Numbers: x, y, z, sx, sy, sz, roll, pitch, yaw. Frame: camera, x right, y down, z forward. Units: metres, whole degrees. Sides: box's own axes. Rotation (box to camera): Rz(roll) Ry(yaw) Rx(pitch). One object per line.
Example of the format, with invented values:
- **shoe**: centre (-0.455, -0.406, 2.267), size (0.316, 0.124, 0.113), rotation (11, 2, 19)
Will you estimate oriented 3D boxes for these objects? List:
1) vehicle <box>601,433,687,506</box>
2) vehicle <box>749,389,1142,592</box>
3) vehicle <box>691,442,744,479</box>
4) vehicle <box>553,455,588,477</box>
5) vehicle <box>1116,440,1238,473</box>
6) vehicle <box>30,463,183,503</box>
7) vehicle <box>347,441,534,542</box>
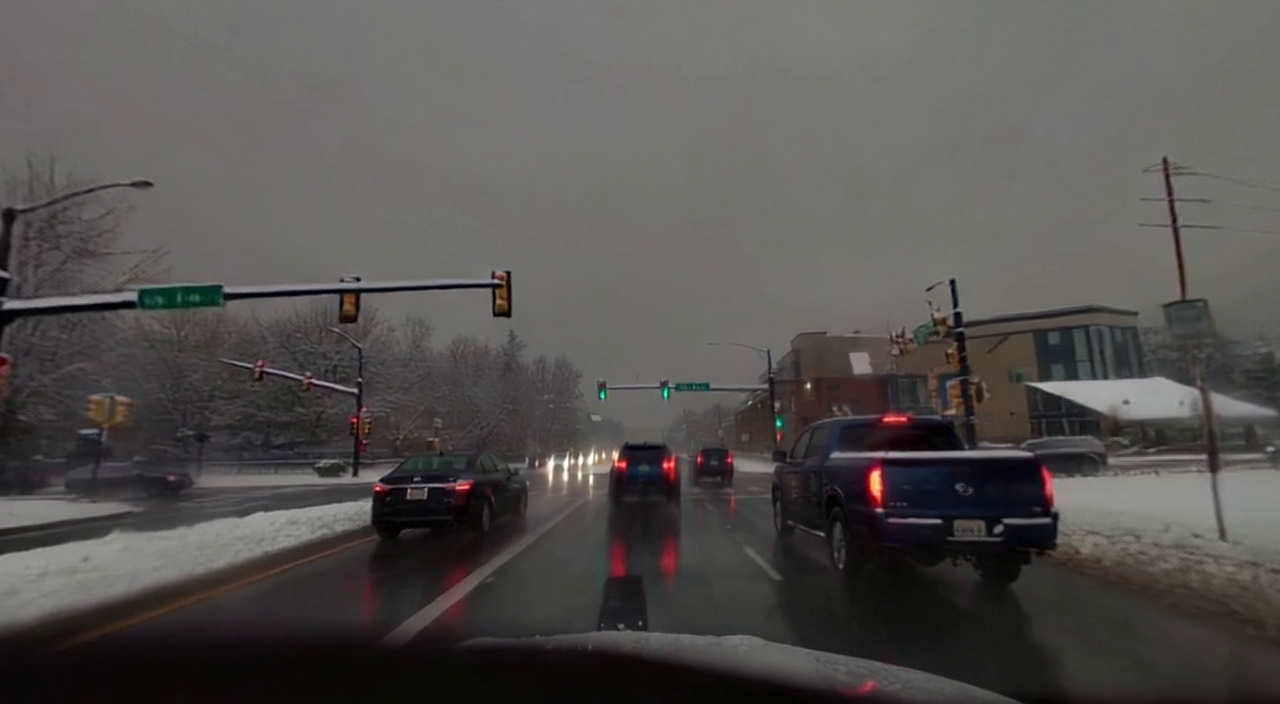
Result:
- **vehicle**: centre (0.128, 3.150, 17.430), size (2.113, 1.768, 3.901), rotation (0, -8, 1)
- **vehicle**: centre (3.309, 1.680, 8.777), size (2.571, 1.857, 5.841), rotation (0, -8, 0)
- **vehicle**: centre (4.324, 6.160, 36.190), size (2.408, 1.908, 5.355), rotation (0, -8, 1)
- **vehicle**: centre (-5.056, 8.306, 46.002), size (1.882, 1.342, 3.755), rotation (-4, -8, 3)
- **vehicle**: centre (24.939, 4.844, 29.361), size (4.180, 1.376, 1.583), rotation (1, -8, 0)
- **vehicle**: centre (-24.232, 5.965, 28.796), size (5.100, 1.533, 2.032), rotation (-1, -8, 0)
- **vehicle**: centre (-3.376, 2.420, 11.825), size (1.909, 1.476, 4.751), rotation (0, -8, 1)
